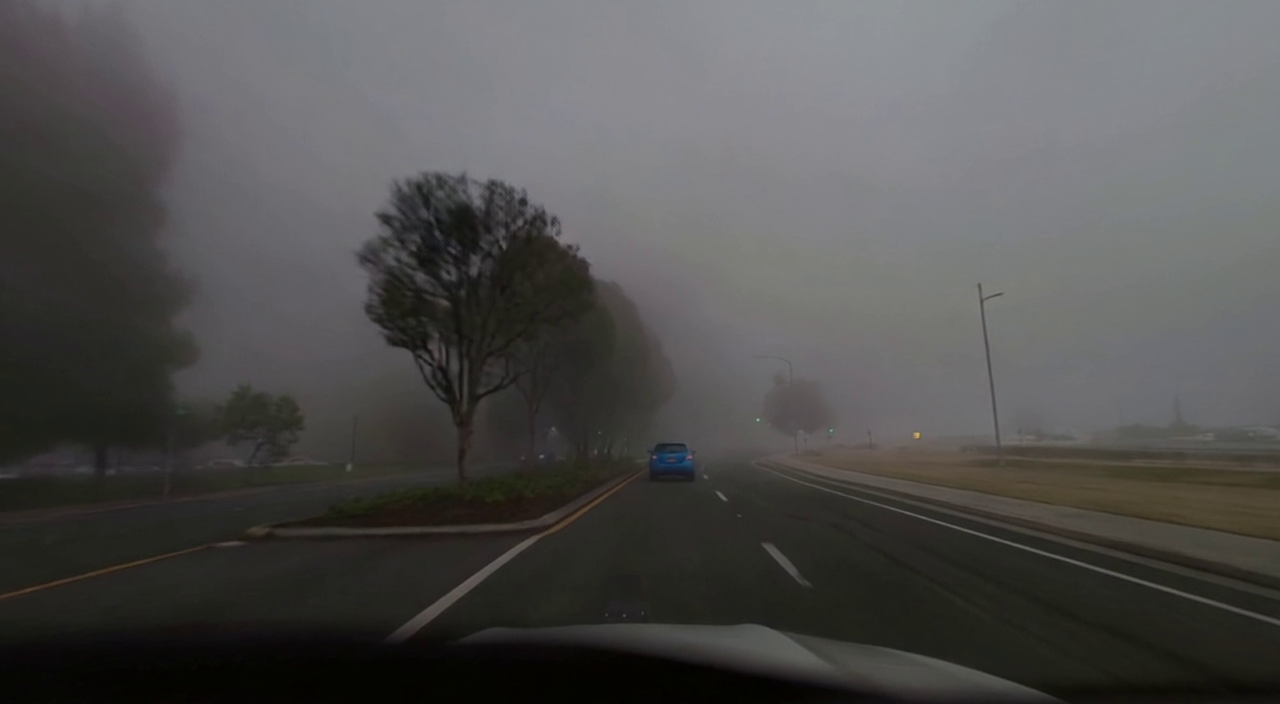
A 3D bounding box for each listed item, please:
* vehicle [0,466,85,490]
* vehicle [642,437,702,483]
[{"bbox_3d":[-38.576,8.064,40.409,4.365,1.430,1.898,-1,-8,4],"label":"vehicle"},{"bbox_3d":[1.201,3.925,23.251,2.010,1.535,3.735,-1,-8,4],"label":"vehicle"}]
